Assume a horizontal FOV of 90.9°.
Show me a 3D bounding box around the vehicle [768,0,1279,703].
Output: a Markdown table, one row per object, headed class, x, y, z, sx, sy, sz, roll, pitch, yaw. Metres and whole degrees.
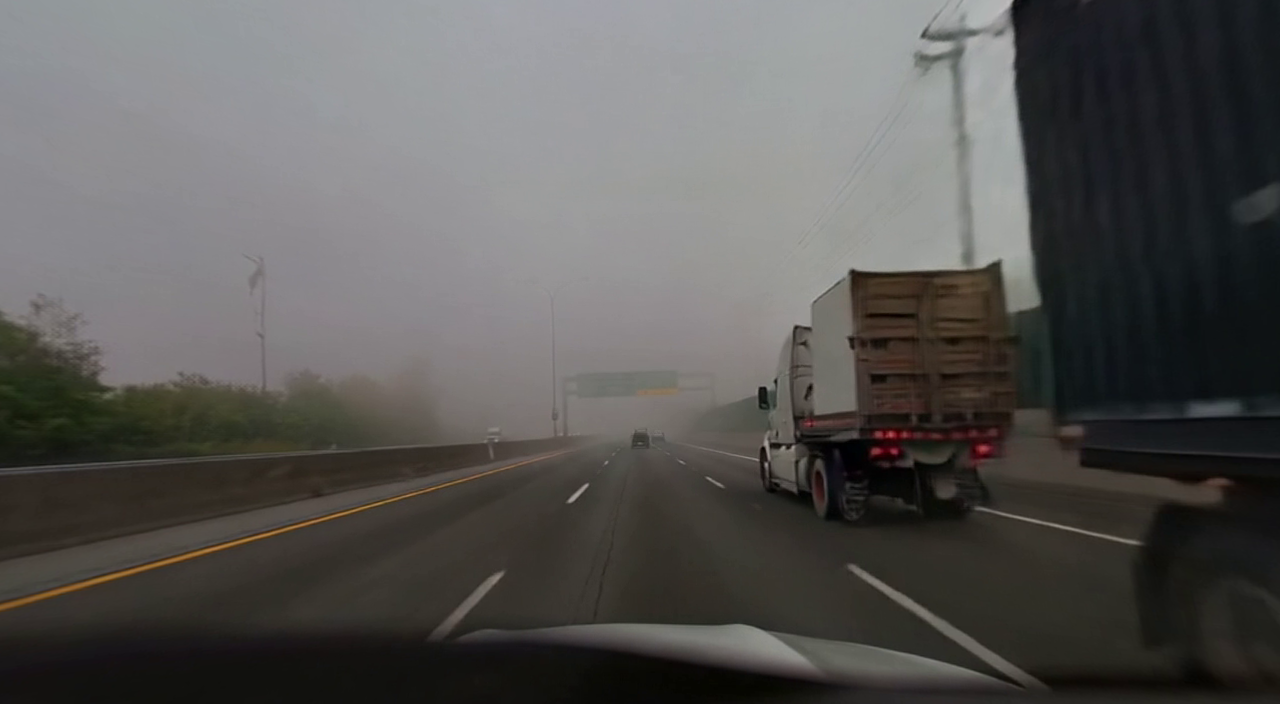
| class | x | y | z | sx | sy | sz | roll | pitch | yaw |
| --- | --- | --- | --- | --- | --- | --- | --- | --- | --- |
| vehicle | 3.731 | -0.213 | 3.490 | 2.944 | 3.973 | 13.227 | 0 | -8 | -1 |
